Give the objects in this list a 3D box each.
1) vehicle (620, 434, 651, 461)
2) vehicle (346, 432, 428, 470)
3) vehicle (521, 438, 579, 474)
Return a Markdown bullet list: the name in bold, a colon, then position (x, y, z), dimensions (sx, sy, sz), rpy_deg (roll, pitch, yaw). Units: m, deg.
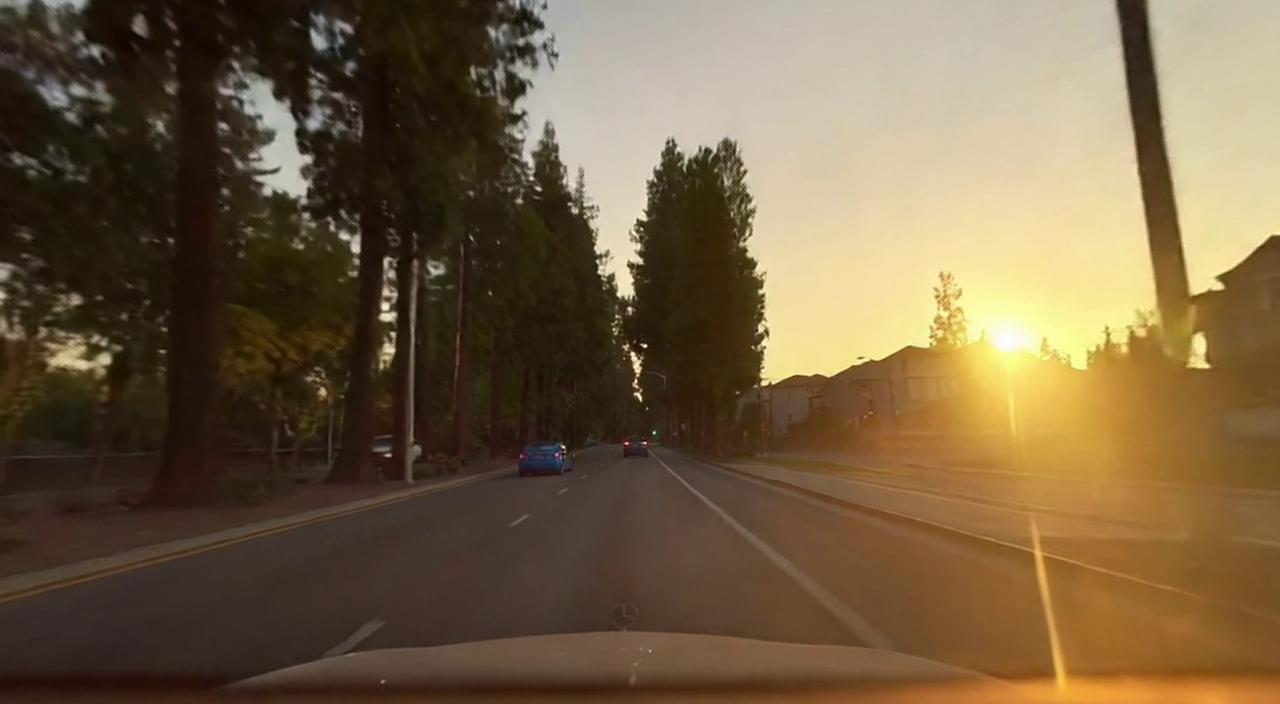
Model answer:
- **vehicle**: position (-0.318, 6.519, 43.320), dimensions (2.018, 1.769, 3.897), rpy_deg (0, -8, 0)
- **vehicle**: position (-16.649, 6.537, 42.142), dimensions (2.687, 2.262, 6.995), rpy_deg (0, -8, -2)
- **vehicle**: position (-3.898, 4.571, 28.142), dimensions (1.917, 1.448, 4.178), rpy_deg (0, -8, 1)
